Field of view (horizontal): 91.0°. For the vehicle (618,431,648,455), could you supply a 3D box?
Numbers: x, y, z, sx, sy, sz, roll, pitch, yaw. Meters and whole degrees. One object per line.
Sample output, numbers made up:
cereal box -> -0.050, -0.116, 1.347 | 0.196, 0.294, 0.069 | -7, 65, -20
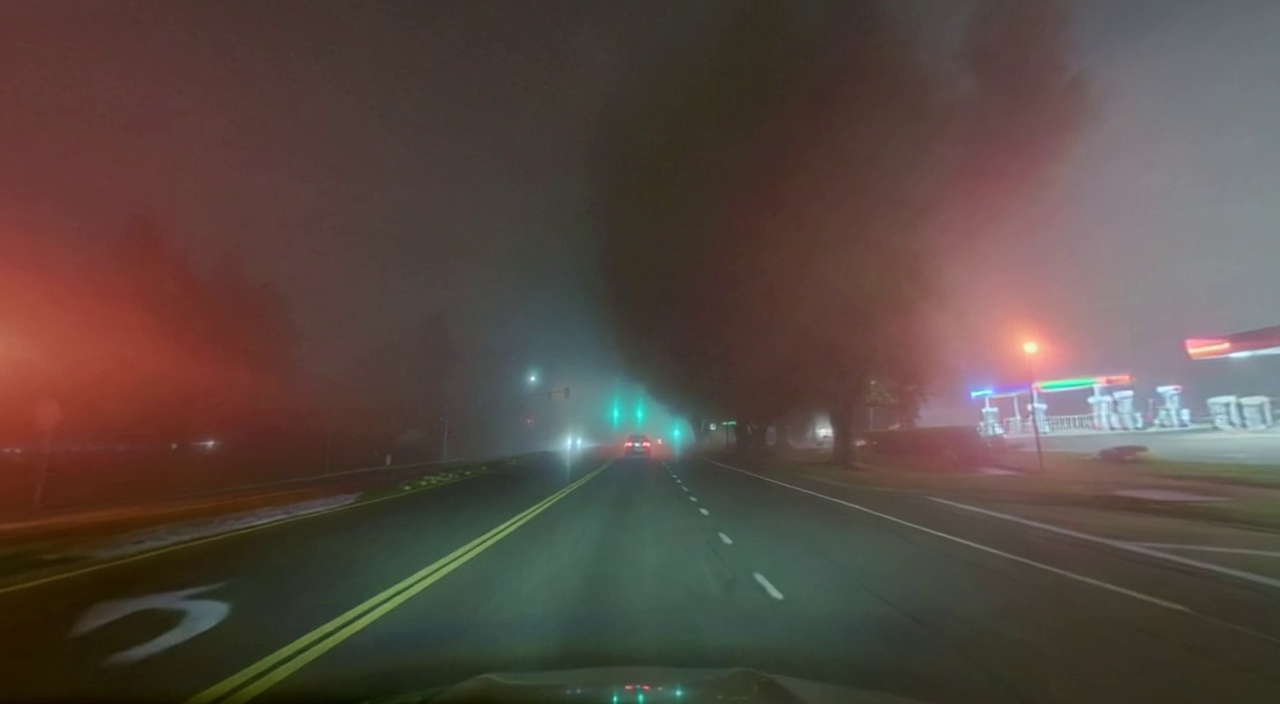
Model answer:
vehicle -> -0.512, 6.907, 47.623 | 2.146, 1.742, 4.095 | 0, -8, -1
